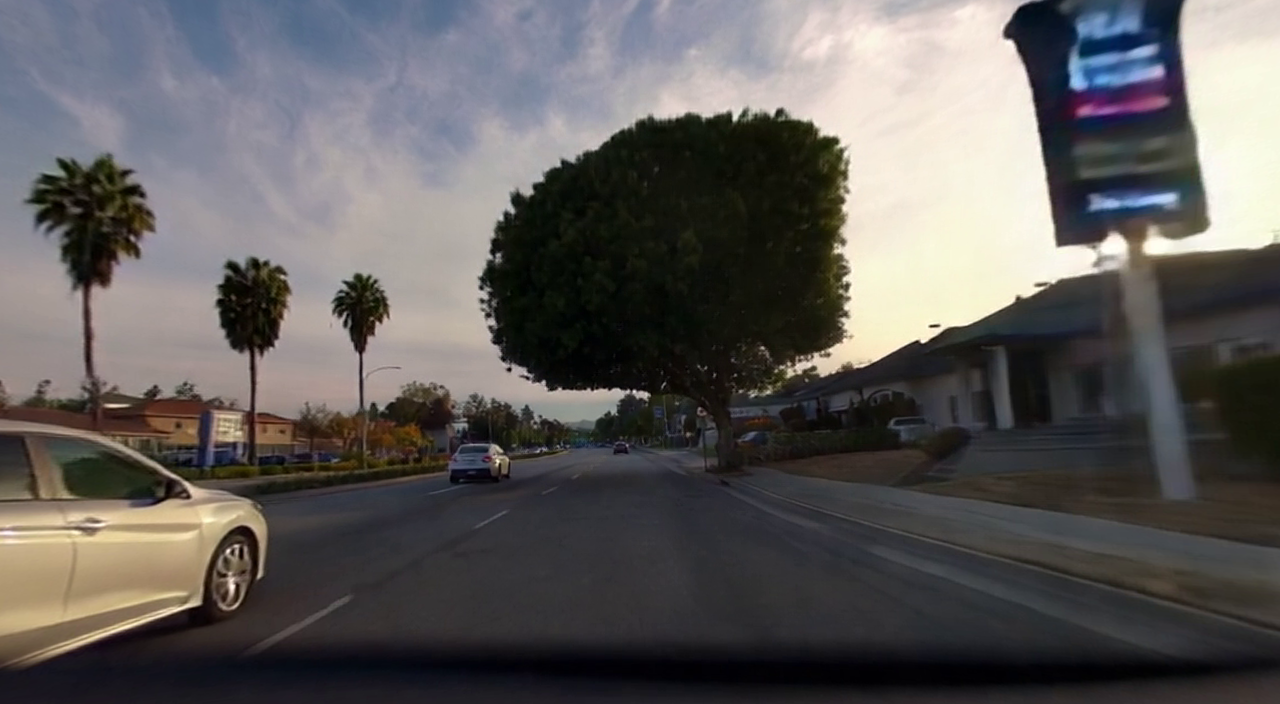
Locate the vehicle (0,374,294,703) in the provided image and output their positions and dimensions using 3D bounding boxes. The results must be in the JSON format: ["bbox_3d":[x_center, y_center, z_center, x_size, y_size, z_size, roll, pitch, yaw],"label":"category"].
[{"bbox_3d":[-4.000,0.996,3.274,2.041,1.666,4.182,0,-8,-1],"label":"vehicle"}]

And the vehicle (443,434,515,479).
[{"bbox_3d":[-7.125,4.658,28.342,2.136,1.844,4.363,0,-8,-1],"label":"vehicle"}]
